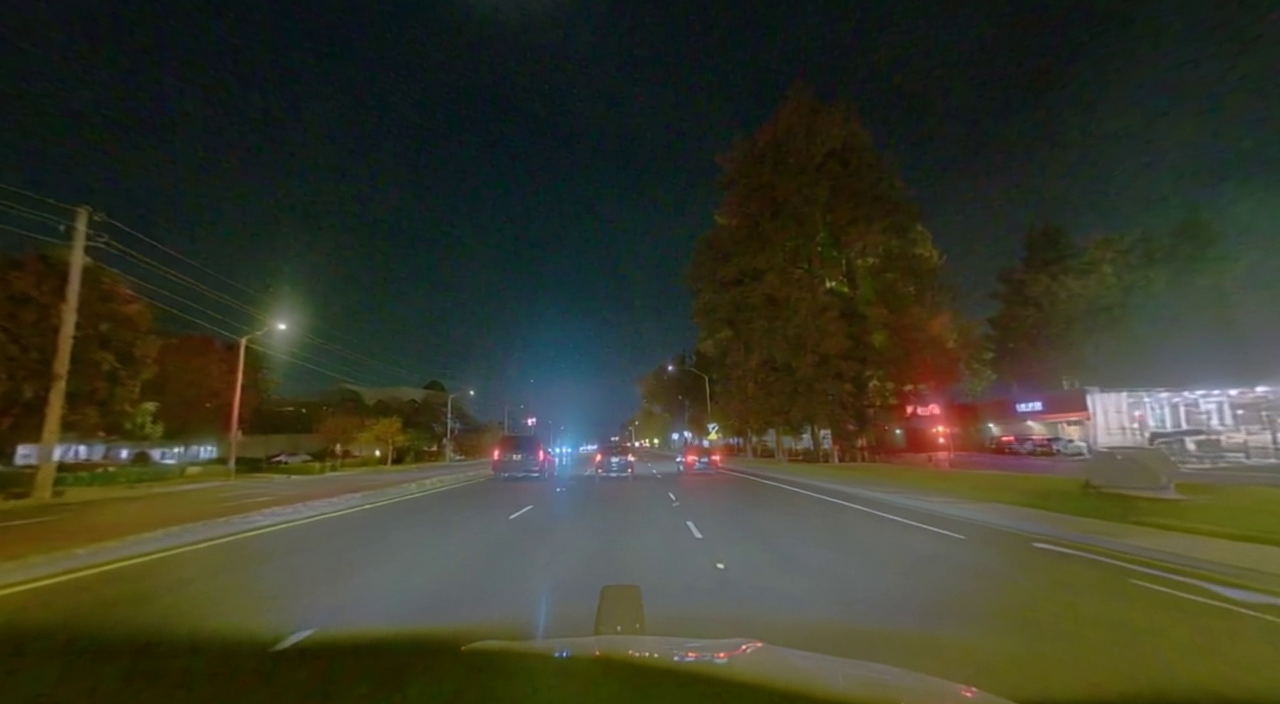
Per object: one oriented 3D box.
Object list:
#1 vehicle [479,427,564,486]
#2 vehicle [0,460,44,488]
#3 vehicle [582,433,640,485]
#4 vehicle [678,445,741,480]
[{"bbox_3d":[-4.401,4.012,24.508,2.252,1.999,5.605,0,-8,0],"label":"vehicle"},{"bbox_3d":[-38.706,7.448,38.677,1.871,1.468,4.670,4,-9,-27],"label":"vehicle"},{"bbox_3d":[-1.035,4.084,24.325,2.061,1.809,4.141,0,-8,-1],"label":"vehicle"},{"bbox_3d":[3.089,5.049,29.201,2.207,1.447,4.418,0,-8,-3],"label":"vehicle"}]
